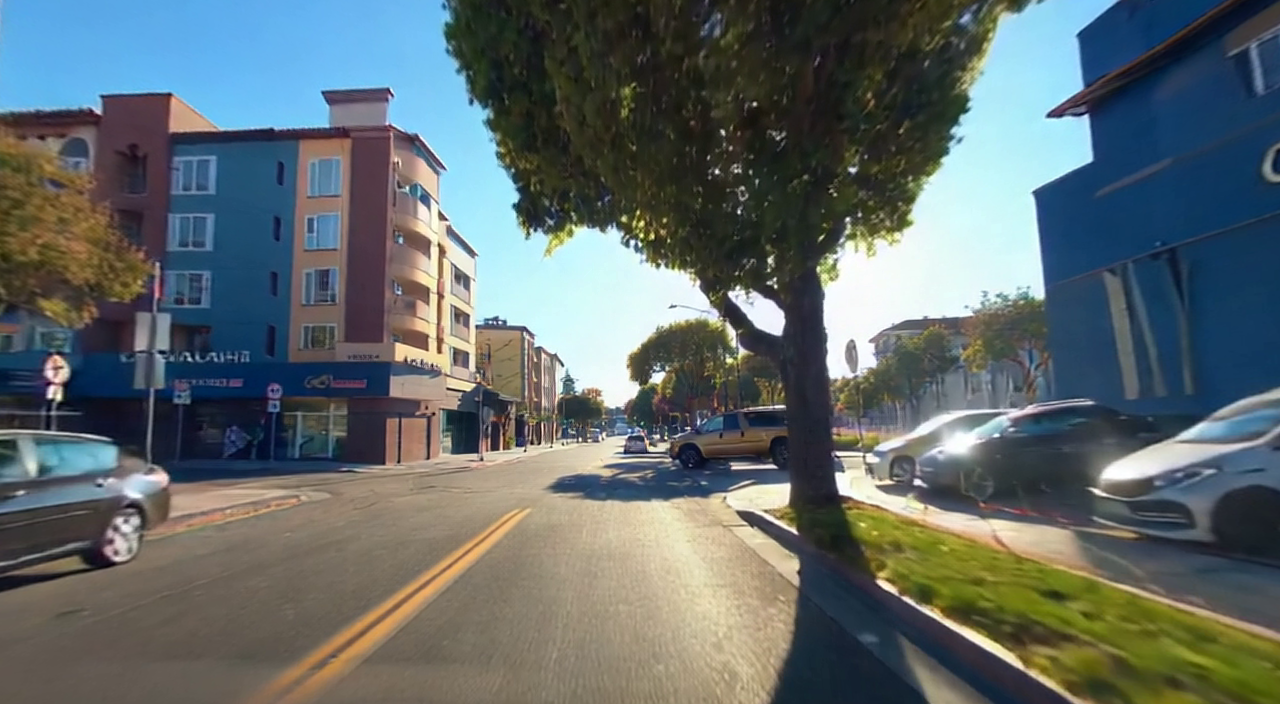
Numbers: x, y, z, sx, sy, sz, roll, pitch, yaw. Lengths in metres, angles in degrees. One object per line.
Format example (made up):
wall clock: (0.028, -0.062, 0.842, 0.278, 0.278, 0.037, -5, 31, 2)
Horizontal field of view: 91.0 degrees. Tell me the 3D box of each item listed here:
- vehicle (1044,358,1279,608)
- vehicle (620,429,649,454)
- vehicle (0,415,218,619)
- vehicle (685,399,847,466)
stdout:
vehicle: (6.103, 0.791, 5.051, 4.261, 1.578, 2.010, -4, -7, -2)
vehicle: (-0.474, 7.077, 49.732, 2.152, 1.874, 4.209, 0, -8, -1)
vehicle: (-5.953, 1.362, 5.436, 1.856, 1.587, 4.042, 0, -8, -2)
vehicle: (5.161, 3.377, 26.346, 6.221, 2.498, 2.239, -5, -9, 33)
